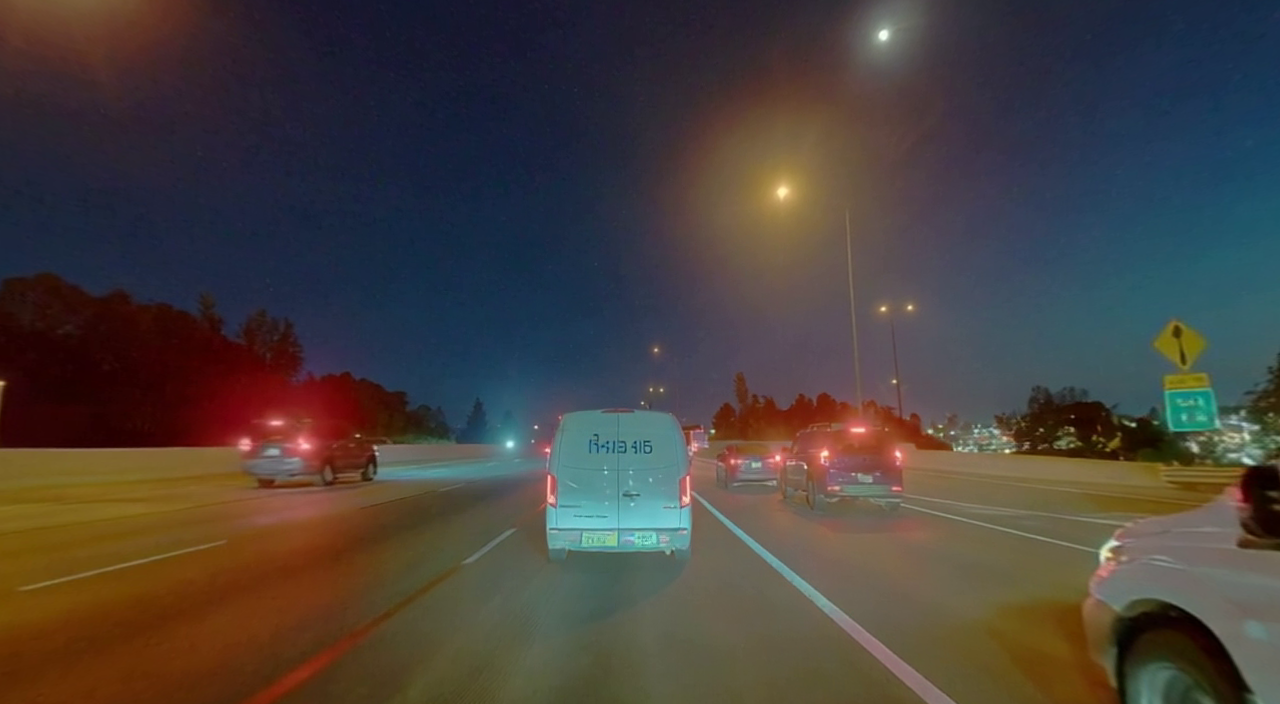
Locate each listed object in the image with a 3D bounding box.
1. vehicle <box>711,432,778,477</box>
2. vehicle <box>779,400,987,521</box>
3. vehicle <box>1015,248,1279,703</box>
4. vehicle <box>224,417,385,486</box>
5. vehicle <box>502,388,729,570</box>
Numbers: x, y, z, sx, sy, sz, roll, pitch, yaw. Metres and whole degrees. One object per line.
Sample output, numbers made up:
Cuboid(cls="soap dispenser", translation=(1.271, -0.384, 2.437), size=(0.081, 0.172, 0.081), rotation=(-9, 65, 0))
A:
Cuboid(cls="vehicle", translation=(4.299, 4.293, 26.586), size=(2.064, 1.720, 4.416), rotation=(0, -8, 0))
Cuboid(cls="vehicle", translation=(4.642, 2.203, 13.217), size=(2.179, 1.999, 5.331), rotation=(1, -8, -1))
Cuboid(cls="vehicle", translation=(3.094, 0.451, 0.565), size=(2.341, 1.890, 5.144), rotation=(0, -8, 0))
Cuboid(cls="vehicle", translation=(-10.338, 3.136, 20.047), size=(2.232, 1.882, 5.128), rotation=(0, -8, 0))
Cuboid(cls="vehicle", translation=(-0.217, 1.610, 8.639), size=(2.287, 1.823, 4.369), rotation=(0, -8, 1))
